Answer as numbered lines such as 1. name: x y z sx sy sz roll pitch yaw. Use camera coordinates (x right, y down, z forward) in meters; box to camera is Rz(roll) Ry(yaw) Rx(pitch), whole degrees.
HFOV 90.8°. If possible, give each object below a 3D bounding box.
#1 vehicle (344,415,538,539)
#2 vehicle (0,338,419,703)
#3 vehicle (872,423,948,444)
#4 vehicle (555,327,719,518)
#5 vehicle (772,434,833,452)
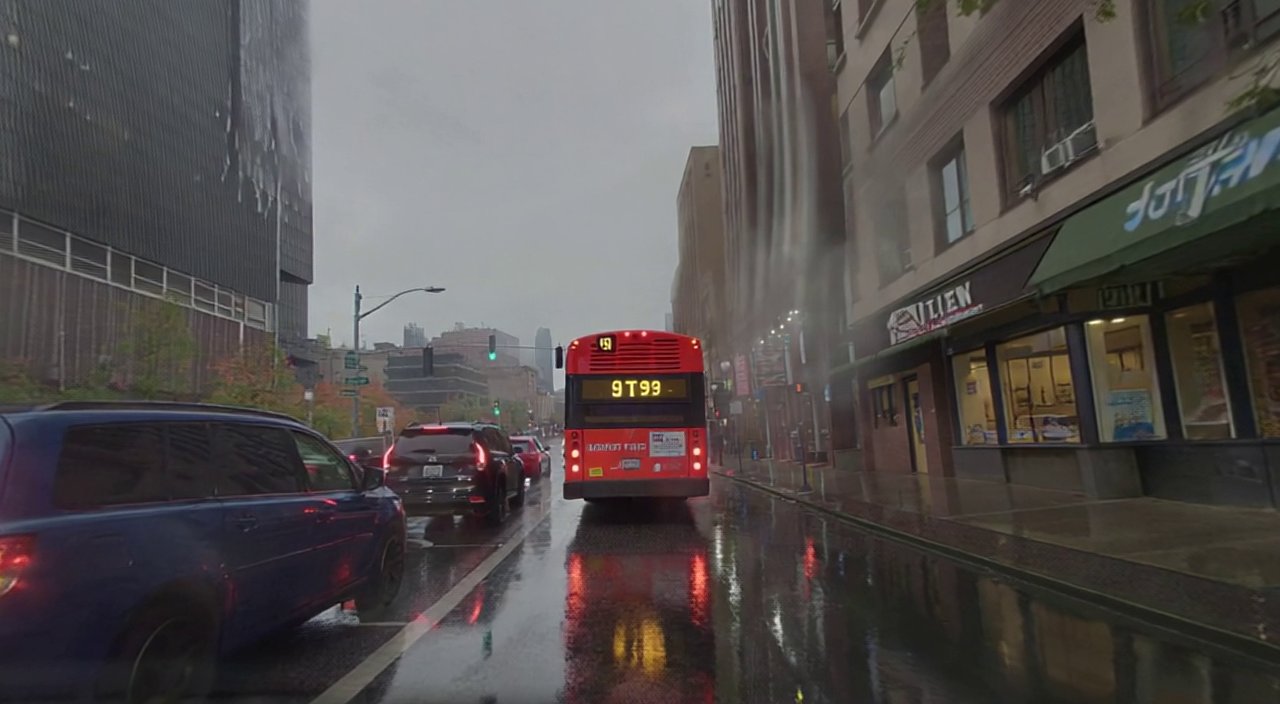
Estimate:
1. vehicle: -3.335 2.201 11.778 2.096 1.828 4.669 0 -8 0
2. vehicle: -3.212 1.094 3.987 2.020 1.725 4.384 0 -8 0
3. vehicle: 20.163 6.099 47.223 4.827 1.555 1.863 1 -9 -6
4. vehicle: -0.288 1.992 16.528 2.938 3.468 9.972 0 -8 -3
5. vehicle: 11.974 6.730 46.655 3.949 1.337 1.738 0 -9 -3
